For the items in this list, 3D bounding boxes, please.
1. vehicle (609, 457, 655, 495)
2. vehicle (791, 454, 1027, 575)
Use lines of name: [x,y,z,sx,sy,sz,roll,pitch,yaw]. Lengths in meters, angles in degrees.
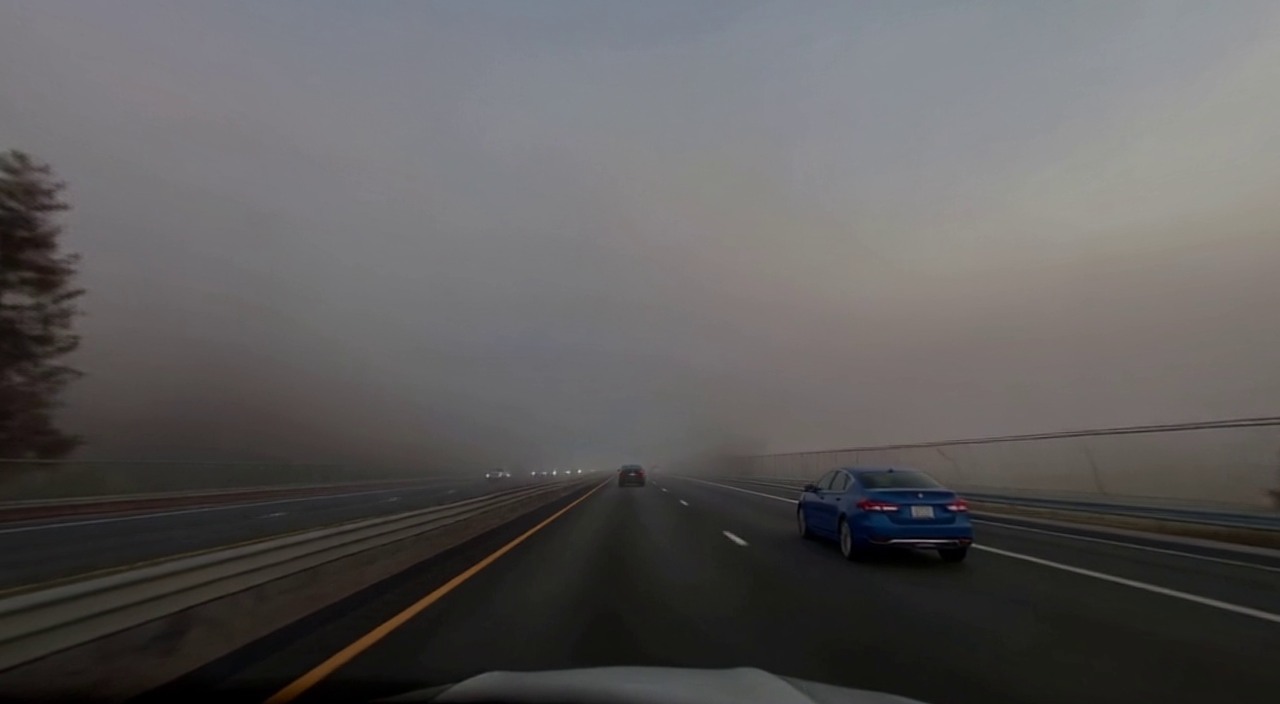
vehicle: [-0.363,5.856,29.870,2.037,1.605,3.833,1,-11,-1]
vehicle: [3.937,2.459,10.138,1.938,1.494,4.032,1,-11,-1]
